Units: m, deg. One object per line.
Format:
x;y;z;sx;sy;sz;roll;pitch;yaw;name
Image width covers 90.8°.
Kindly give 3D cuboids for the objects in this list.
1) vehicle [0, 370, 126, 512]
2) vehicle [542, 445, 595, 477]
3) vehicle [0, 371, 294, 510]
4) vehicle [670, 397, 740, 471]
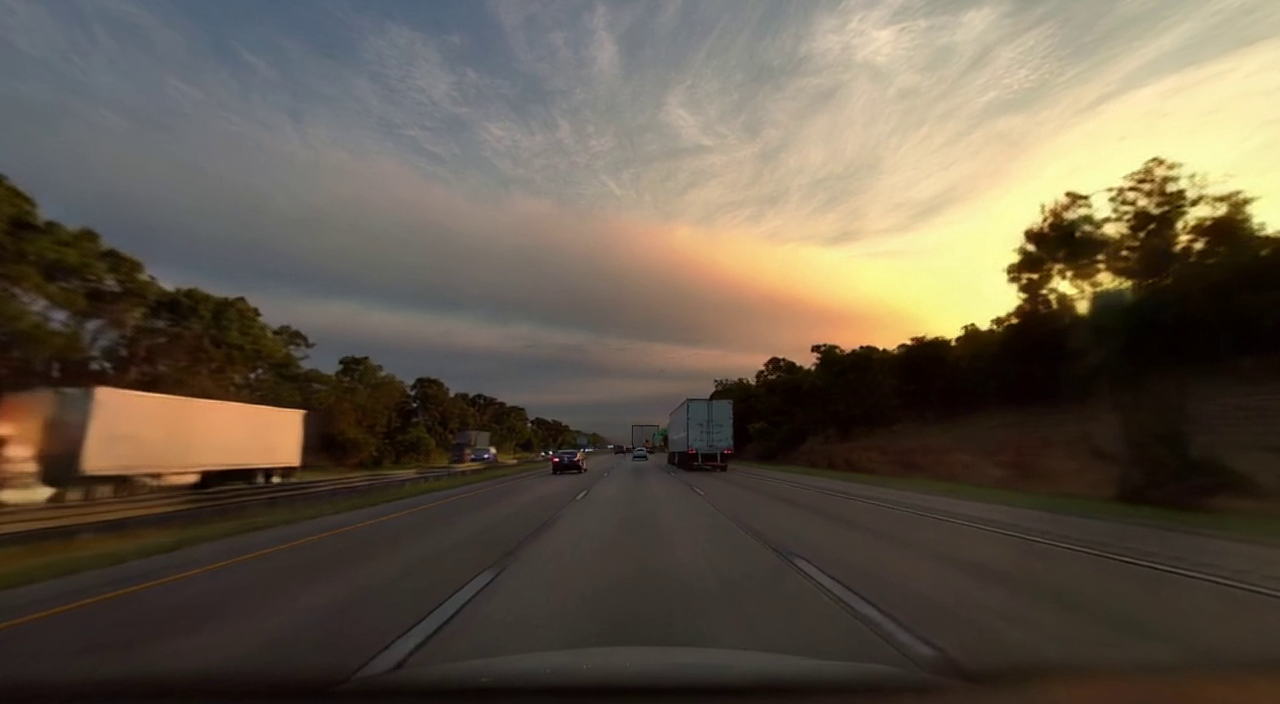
-19.149;2.627;18.442;2.990;3.854;5.965;0;-9;-1;vehicle
-3.488;5.437;31.627;2.121;1.445;4.651;0;-9;-1;vehicle
-19.197;3.607;24.970;2.884;3.905;14.603;0;-9;-1;vehicle
3.952;5.669;42.179;2.974;4.083;14.389;0;-9;-1;vehicle
